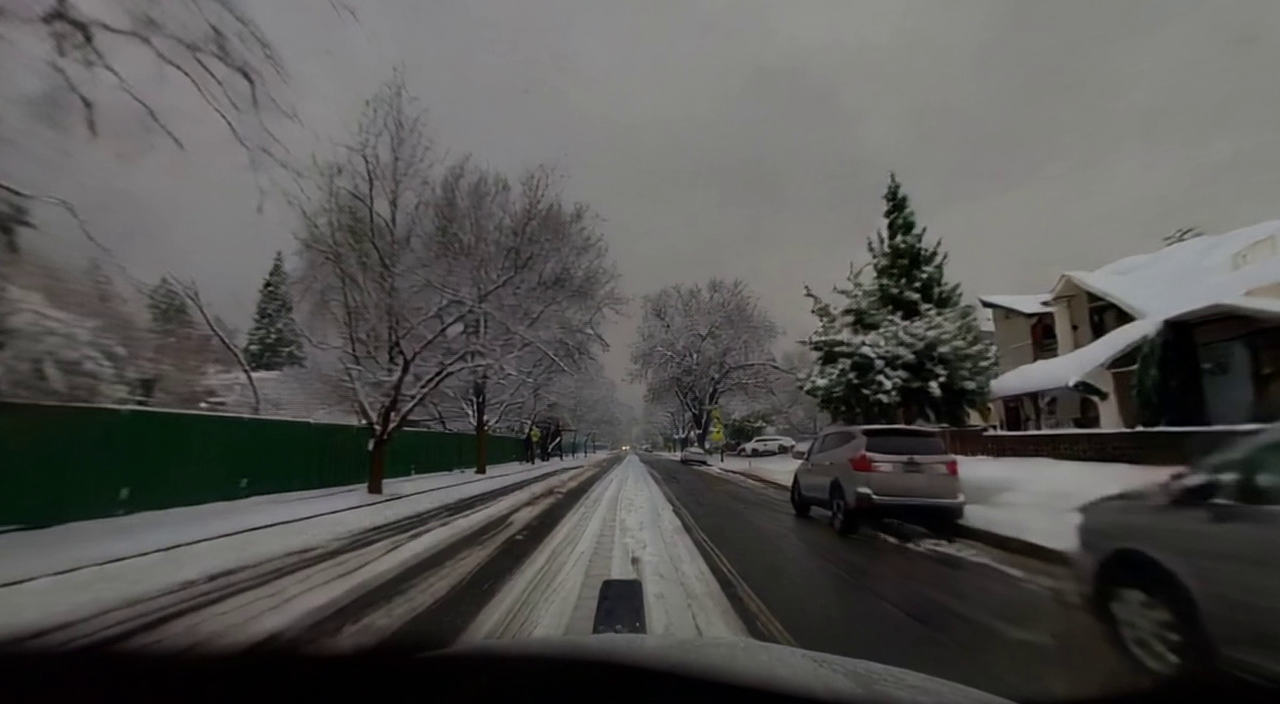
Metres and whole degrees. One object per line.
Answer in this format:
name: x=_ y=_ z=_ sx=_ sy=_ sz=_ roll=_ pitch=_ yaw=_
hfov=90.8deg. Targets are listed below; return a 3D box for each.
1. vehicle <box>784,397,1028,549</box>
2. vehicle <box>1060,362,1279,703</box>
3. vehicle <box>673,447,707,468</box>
vehicle: x=4.098 y=1.944 z=10.724 sx=2.220 sy=2.045 sz=4.139 roll=0 pitch=-8 yaw=-1
vehicle: x=3.678 y=0.713 z=1.433 sx=2.122 sy=1.673 sz=4.876 roll=0 pitch=-8 yaw=1
vehicle: x=3.879 y=8.264 z=49.680 sx=2.051 sy=1.524 sz=5.047 roll=0 pitch=-8 yaw=-2
